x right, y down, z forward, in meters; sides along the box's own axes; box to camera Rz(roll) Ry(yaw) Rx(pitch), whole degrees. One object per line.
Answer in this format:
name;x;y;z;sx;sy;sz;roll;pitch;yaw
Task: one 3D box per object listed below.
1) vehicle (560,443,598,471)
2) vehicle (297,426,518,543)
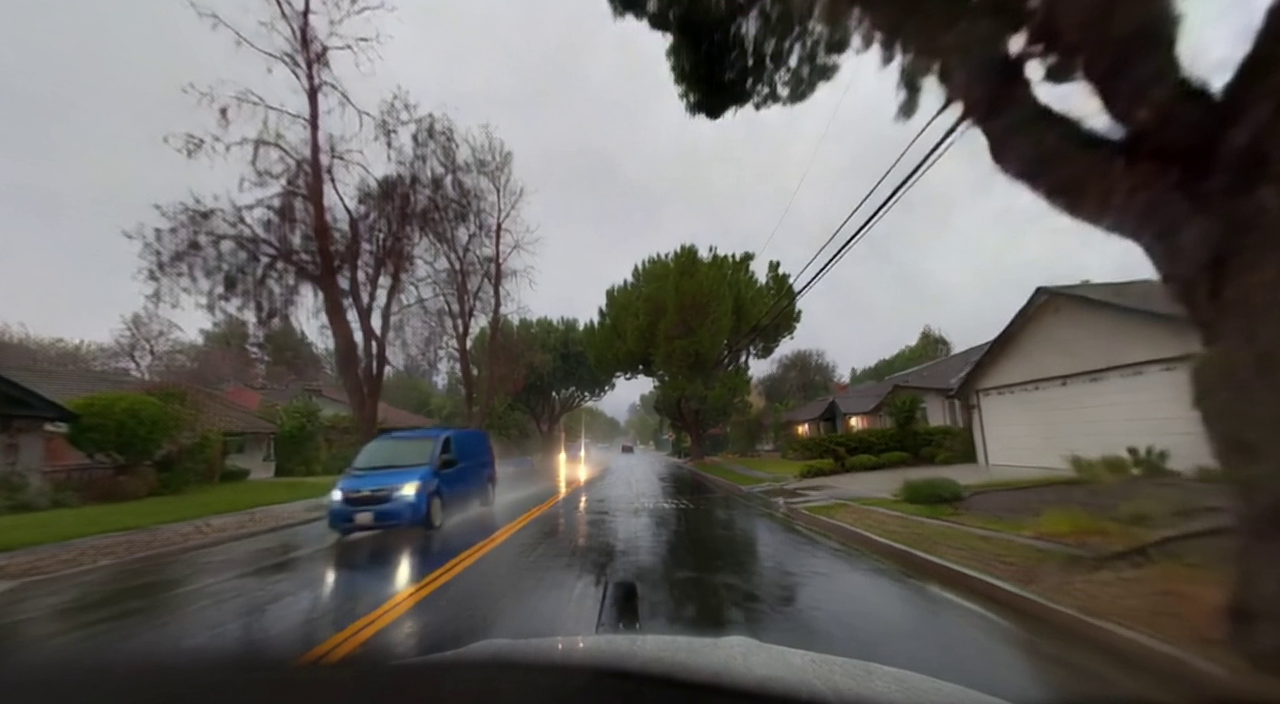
vehicle;-4.184;7.299;44.082;2.161;1.798;4.627;0;-8;1
vehicle;-4.227;2.521;12.877;2.303;1.813;5.660;0;-9;0
